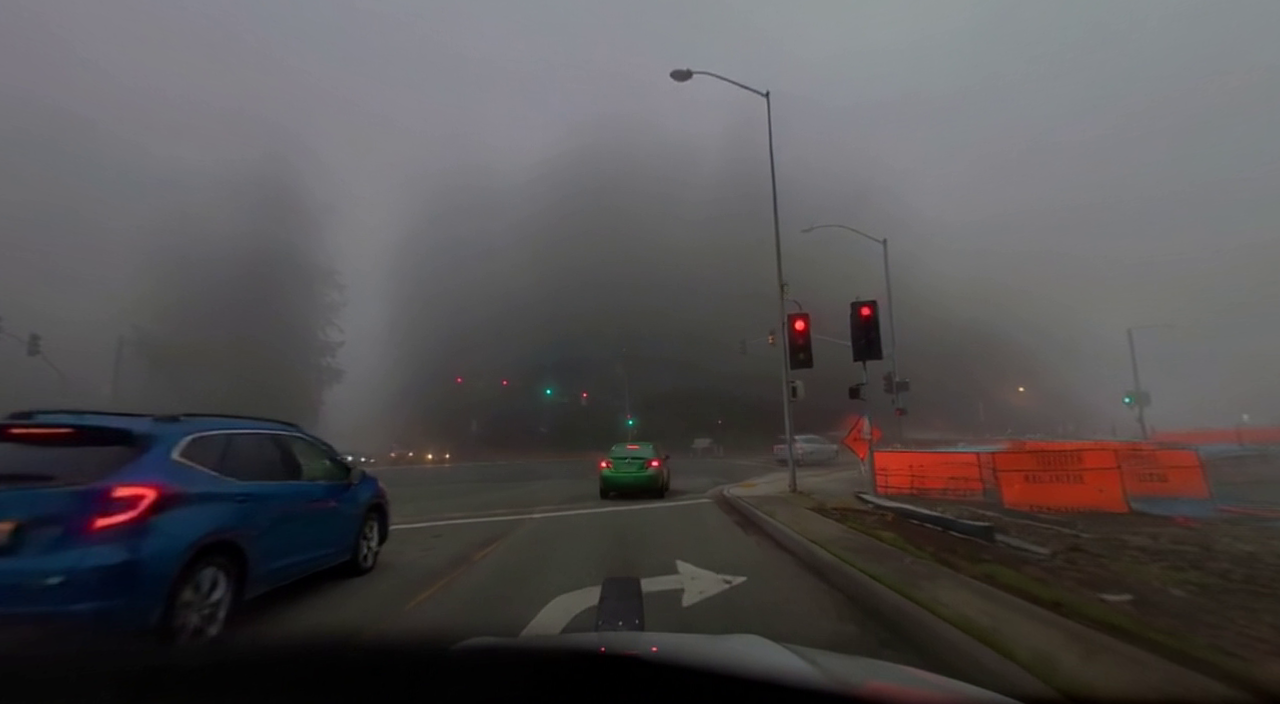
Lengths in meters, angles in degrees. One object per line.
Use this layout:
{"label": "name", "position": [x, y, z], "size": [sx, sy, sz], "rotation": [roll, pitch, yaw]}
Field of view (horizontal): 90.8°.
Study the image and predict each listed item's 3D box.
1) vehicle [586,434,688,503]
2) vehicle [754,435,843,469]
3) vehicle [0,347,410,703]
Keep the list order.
{"label": "vehicle", "position": [0.080, 2.905, 16.142], "size": [2.183, 1.506, 4.286], "rotation": [-1, -9, 5]}
{"label": "vehicle", "position": [7.617, 4.752, 30.175], "size": [4.467, 1.477, 1.873], "rotation": [7, -11, -41]}
{"label": "vehicle", "position": [-4.065, 1.267, 5.488], "size": [2.240, 1.844, 5.043], "rotation": [0, -9, 0]}
